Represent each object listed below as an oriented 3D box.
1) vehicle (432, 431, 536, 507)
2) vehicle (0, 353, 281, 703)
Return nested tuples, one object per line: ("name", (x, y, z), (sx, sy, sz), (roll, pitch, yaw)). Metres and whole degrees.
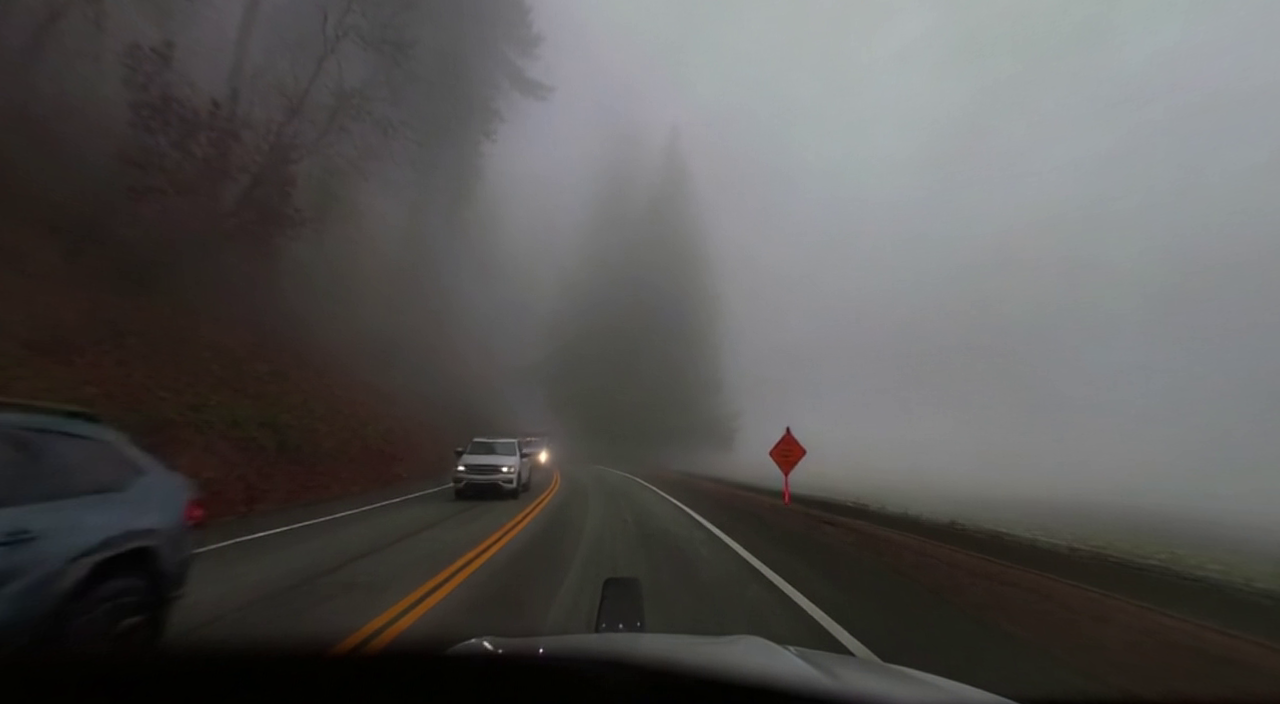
("vehicle", (-4.100, 3.123, 17.391), (2.057, 1.792, 4.457), (1, -9, -5))
("vehicle", (-3.619, 0.808, 2.054), (2.177, 1.721, 4.794), (0, -8, -2))
